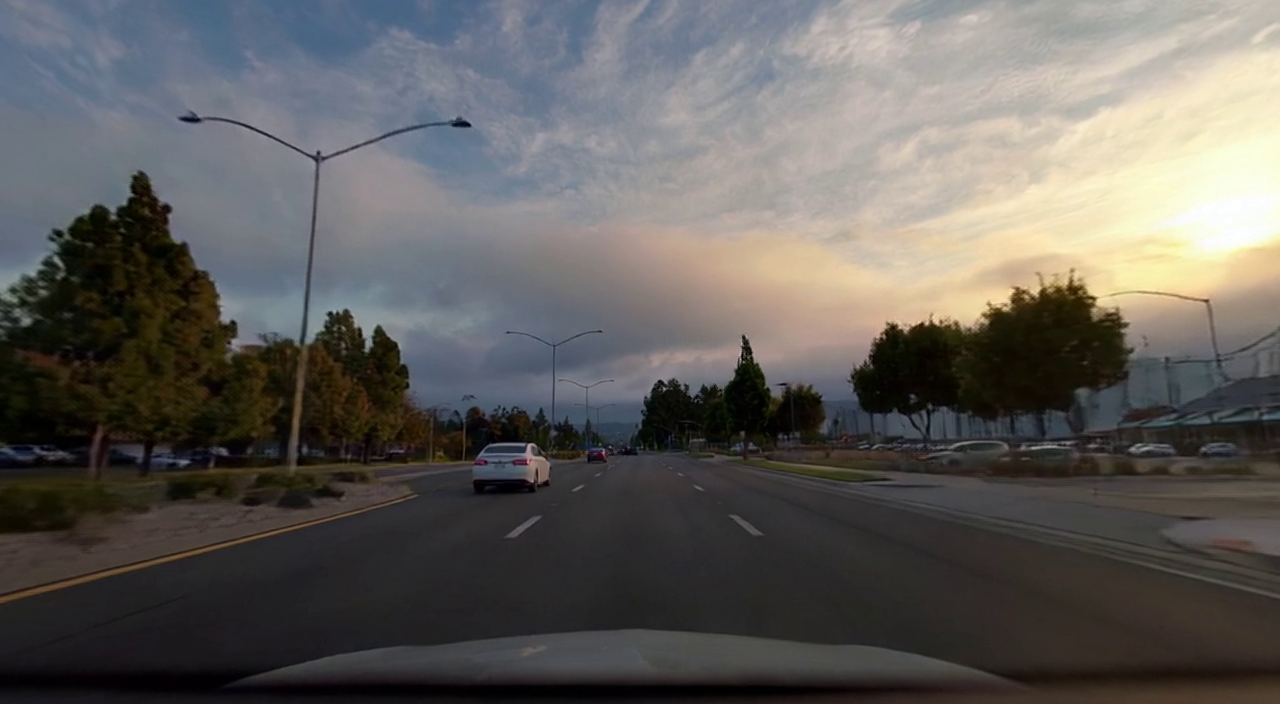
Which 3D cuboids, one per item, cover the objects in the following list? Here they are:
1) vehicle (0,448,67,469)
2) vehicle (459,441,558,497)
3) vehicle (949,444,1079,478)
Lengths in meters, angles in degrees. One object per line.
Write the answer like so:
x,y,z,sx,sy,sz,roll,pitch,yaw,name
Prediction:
-45.595,7.858,46.694,4.456,1.509,2.005,0,-9,0,vehicle
-3.717,3.392,18.740,2.003,1.454,4.484,0,-9,0,vehicle
16.201,4.717,27.545,4.341,1.412,2.035,0,-9,-1,vehicle
